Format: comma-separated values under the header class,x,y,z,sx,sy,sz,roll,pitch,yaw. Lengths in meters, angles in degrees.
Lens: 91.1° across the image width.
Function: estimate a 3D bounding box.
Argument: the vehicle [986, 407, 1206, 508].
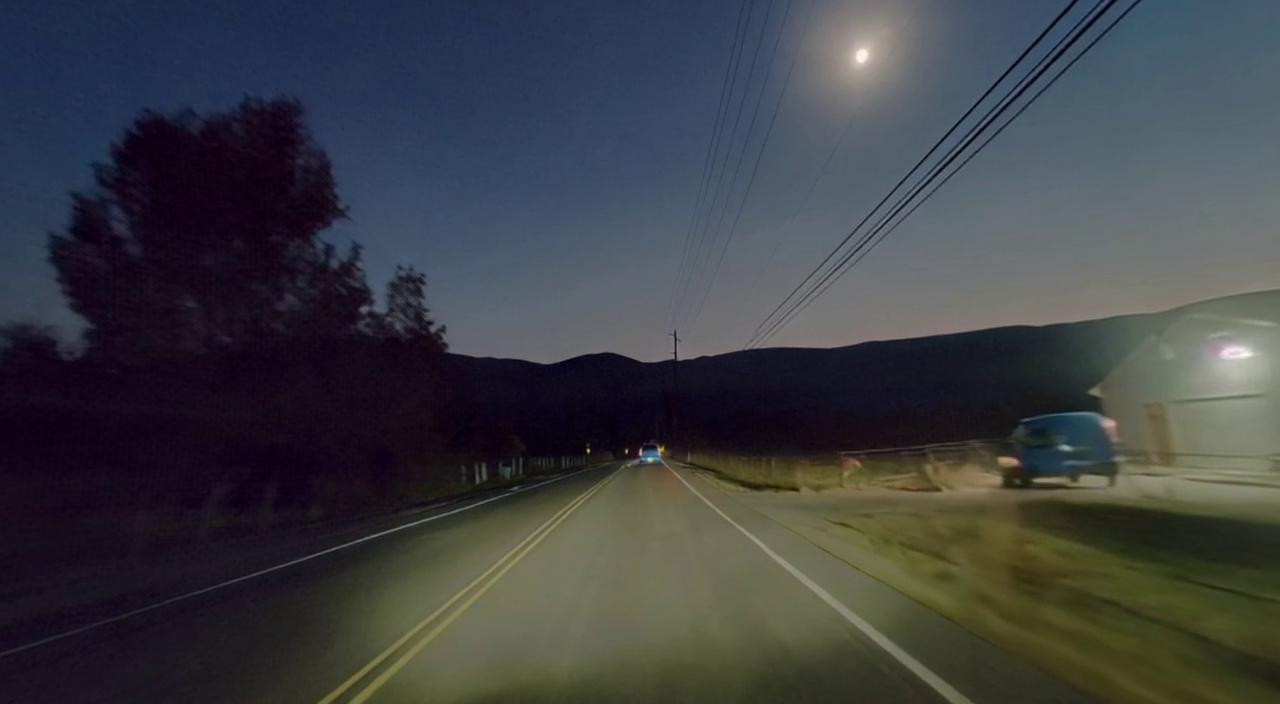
class,x,y,z,sx,sy,sz,roll,pitch,yaw
vehicle,10.602,2.487,15.209,2.077,1.919,4.690,-4,-8,6
